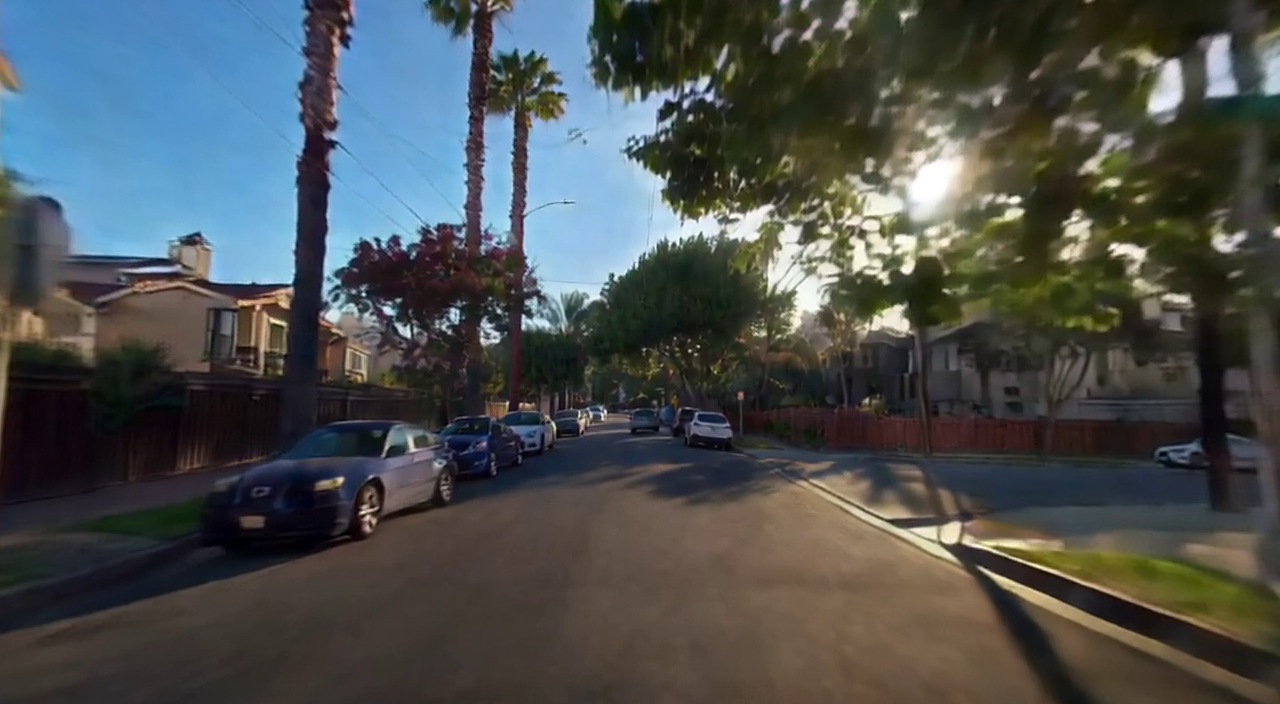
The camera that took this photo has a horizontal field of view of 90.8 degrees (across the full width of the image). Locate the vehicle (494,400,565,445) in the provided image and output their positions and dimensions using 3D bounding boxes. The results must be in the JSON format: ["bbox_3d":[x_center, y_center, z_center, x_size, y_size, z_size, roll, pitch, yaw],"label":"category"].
[{"bbox_3d":[-4.056,2.776,24.077,1.769,1.551,5.040,0,-8,0],"label":"vehicle"}]

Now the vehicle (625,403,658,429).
[{"bbox_3d":[0.086,4.360,42.555,2.081,1.483,4.599,0,-8,0],"label":"vehicle"}]

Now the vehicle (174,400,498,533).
[{"bbox_3d":[-4.091,1.714,10.042,2.157,1.487,5.718,0,-8,2],"label":"vehicle"}]

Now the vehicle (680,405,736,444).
[{"bbox_3d":[3.035,3.413,29.184,2.060,1.614,4.652,0,-8,0],"label":"vehicle"}]

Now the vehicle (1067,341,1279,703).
[{"bbox_3d":[2.776,0.587,0.284,1.895,1.680,4.842,0,-8,2],"label":"vehicle"}]

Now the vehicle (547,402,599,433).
[{"bbox_3d":[-3.807,3.902,36.985,2.130,1.543,5.386,-1,-8,4],"label":"vehicle"}]
